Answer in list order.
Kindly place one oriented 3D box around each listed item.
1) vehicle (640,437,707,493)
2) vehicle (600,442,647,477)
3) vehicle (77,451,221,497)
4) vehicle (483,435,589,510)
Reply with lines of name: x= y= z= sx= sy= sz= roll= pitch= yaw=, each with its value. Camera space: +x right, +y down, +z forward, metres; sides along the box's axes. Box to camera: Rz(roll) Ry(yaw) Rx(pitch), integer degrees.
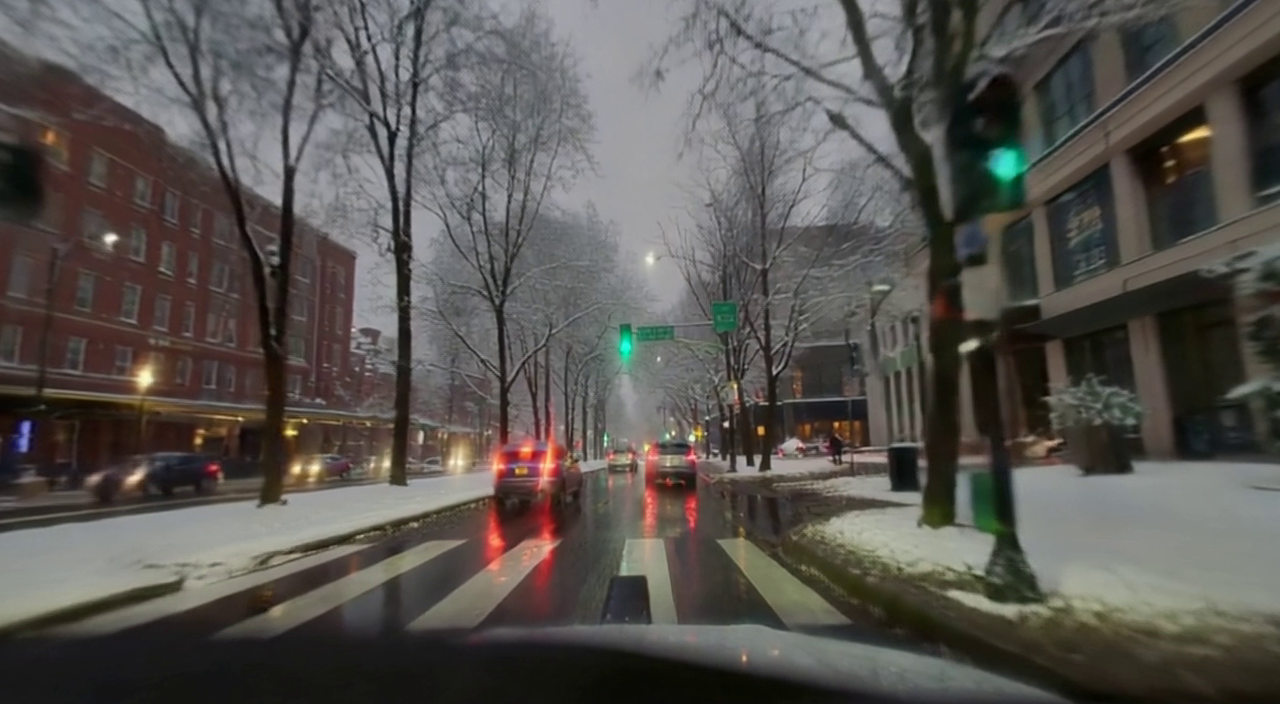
vehicle: x=1.128 y=3.849 z=21.912 sx=2.120 sy=1.758 sz=3.917 roll=0 pitch=-8 yaw=2
vehicle: x=-0.857 y=6.043 z=35.890 sx=2.220 sy=1.847 sz=4.587 roll=-1 pitch=-8 yaw=4
vehicle: x=-24.648 y=6.074 z=32.082 sx=2.144 sy=1.993 sz=6.287 roll=0 pitch=-8 yaw=1
vehicle: x=-2.598 y=3.103 z=16.754 sx=1.940 sy=1.722 sz=3.823 roll=-1 pitch=-8 yaw=4
